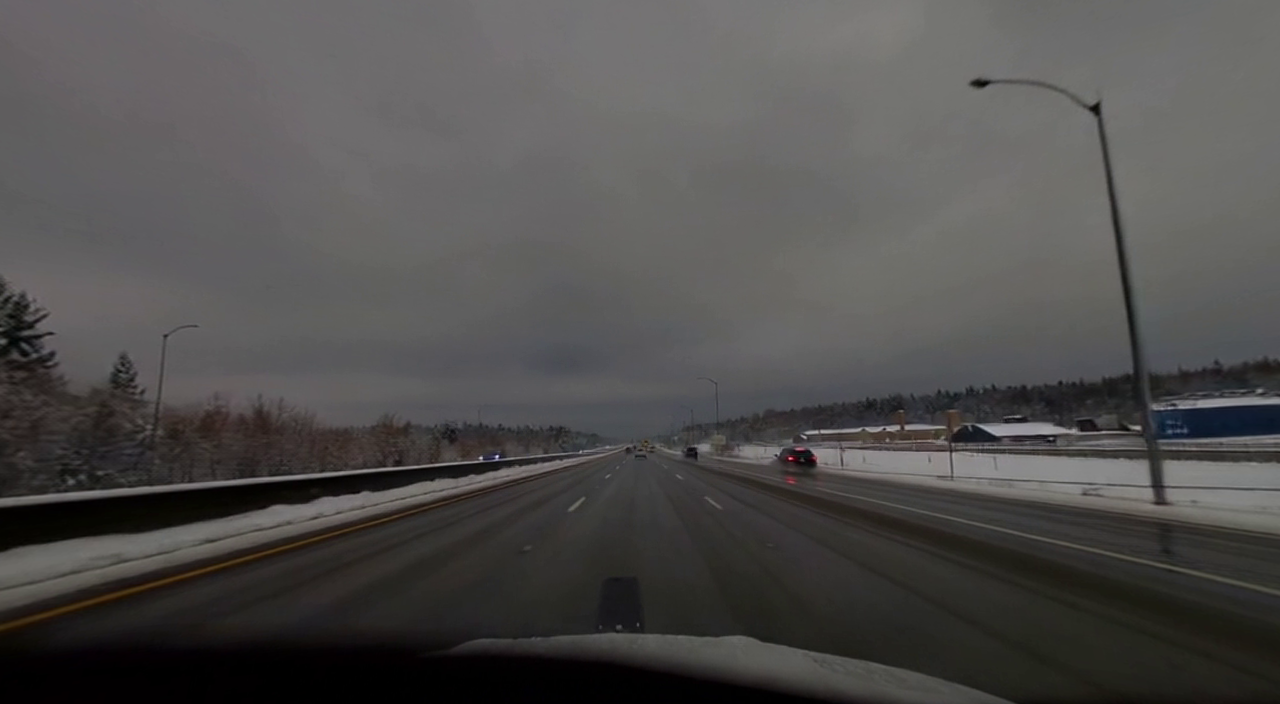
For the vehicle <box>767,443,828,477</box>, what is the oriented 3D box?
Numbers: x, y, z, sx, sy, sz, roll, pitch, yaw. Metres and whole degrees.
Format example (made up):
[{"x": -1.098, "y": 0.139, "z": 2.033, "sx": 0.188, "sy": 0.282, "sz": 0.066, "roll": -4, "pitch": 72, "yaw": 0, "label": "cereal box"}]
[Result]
[{"x": 7.654, "y": 5.282, "z": 31.020, "sx": 1.923, "sy": 1.516, "sz": 3.815, "roll": 0, "pitch": -9, "yaw": -2, "label": "vehicle"}]
